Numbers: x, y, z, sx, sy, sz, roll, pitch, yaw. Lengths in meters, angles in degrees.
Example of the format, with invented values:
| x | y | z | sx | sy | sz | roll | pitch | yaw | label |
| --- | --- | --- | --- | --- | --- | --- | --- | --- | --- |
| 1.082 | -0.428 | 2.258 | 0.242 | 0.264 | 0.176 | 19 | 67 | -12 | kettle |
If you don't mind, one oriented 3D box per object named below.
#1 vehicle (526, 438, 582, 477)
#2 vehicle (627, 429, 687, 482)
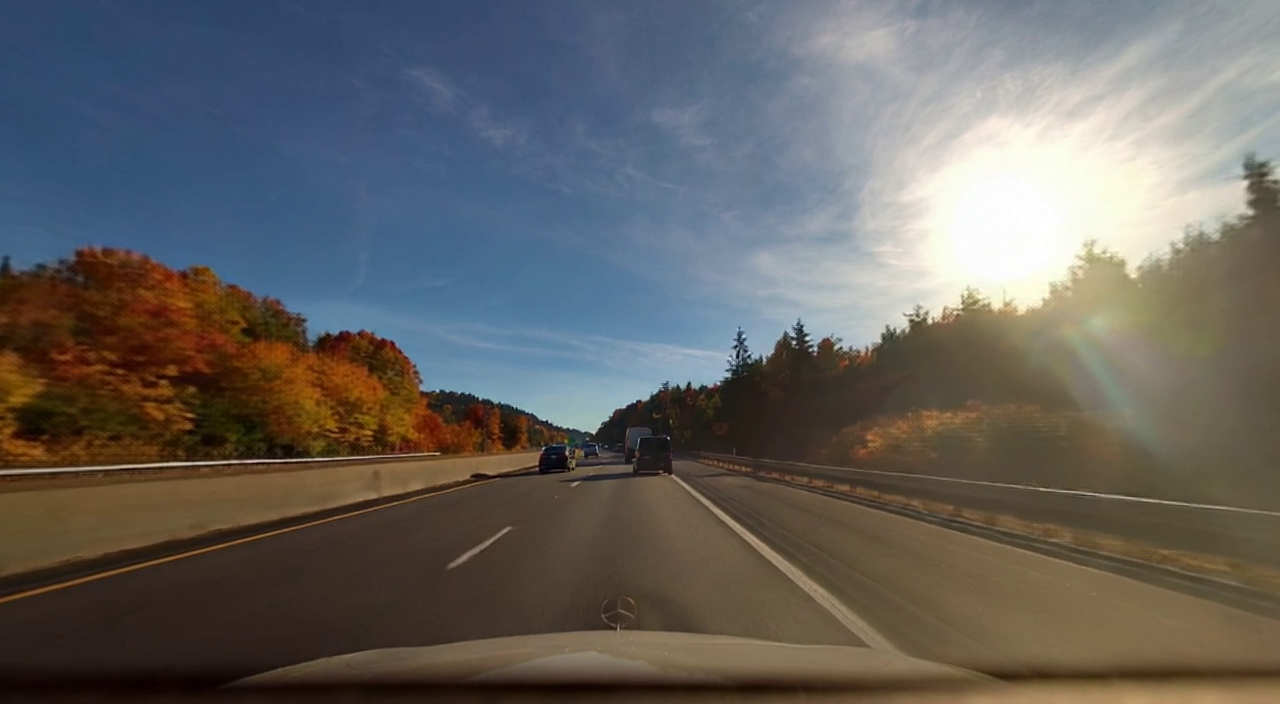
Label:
| x | y | z | sx | sy | sz | roll | pitch | yaw | label |
| --- | --- | --- | --- | --- | --- | --- | --- | --- | --- |
| -4.034 | 5.040 | 30.046 | 2.088 | 1.688 | 4.365 | 0 | -9 | 0 | vehicle |
| 0.588 | 4.205 | 25.586 | 2.179 | 1.930 | 4.538 | 0 | -9 | -1 | vehicle |
